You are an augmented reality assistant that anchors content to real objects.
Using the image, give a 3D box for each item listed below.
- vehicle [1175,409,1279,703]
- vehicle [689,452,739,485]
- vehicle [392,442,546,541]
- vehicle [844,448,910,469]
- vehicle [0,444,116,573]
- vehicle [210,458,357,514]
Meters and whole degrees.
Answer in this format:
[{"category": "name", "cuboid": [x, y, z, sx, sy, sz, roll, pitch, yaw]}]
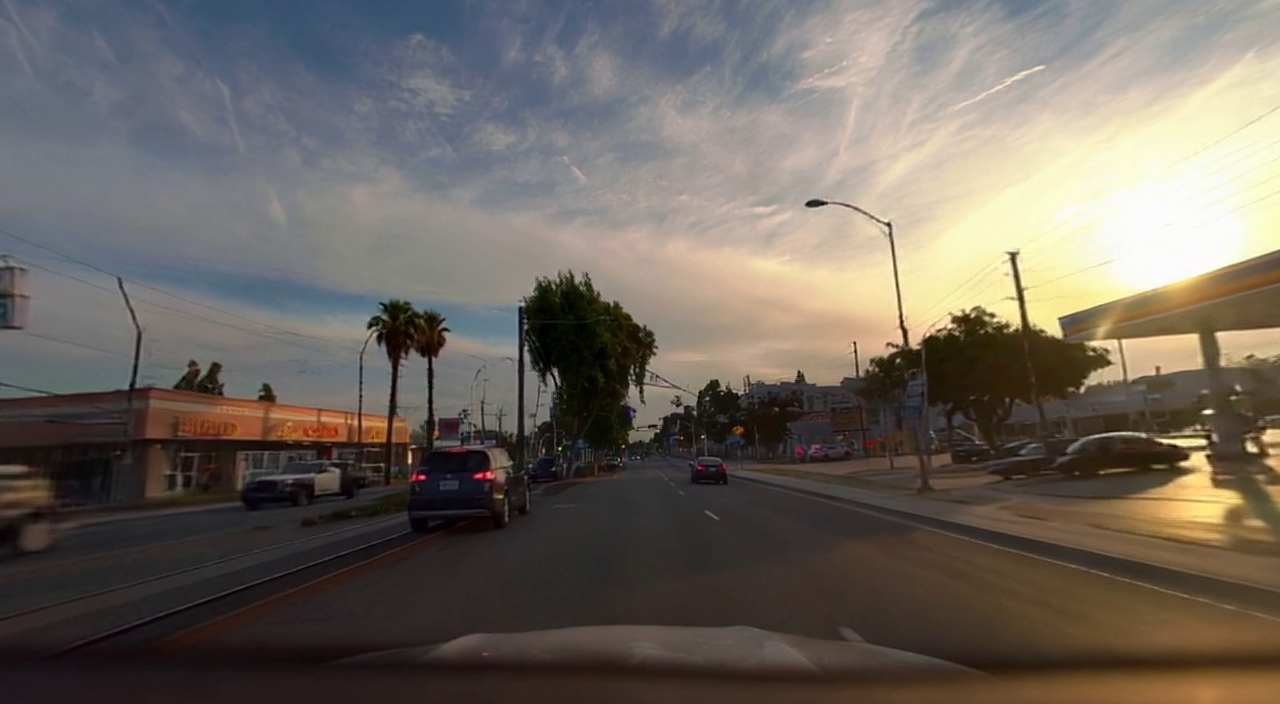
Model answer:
[{"category": "vehicle", "cuboid": [3.535, 0.716, 0.839, 1.987, 1.474, 4.198, 0, -9, 1]}, {"category": "vehicle", "cuboid": [3.522, 5.599, 30.623, 1.889, 1.448, 4.262, 0, -9, 0]}, {"category": "vehicle", "cuboid": [-3.032, 2.539, 12.175, 2.021, 1.550, 4.090, 0, -9, -3]}, {"category": "vehicle", "cuboid": [18.131, 8.085, 48.236, 4.750, 1.478, 1.998, 5, -10, -29]}, {"category": "vehicle", "cuboid": [-10.390, 2.185, 8.591, 2.169, 1.853, 4.853, -1, -9, 3]}, {"category": "vehicle", "cuboid": [-11.406, 4.279, 20.675, 1.940, 1.550, 4.525, 1, -9, 3]}]
